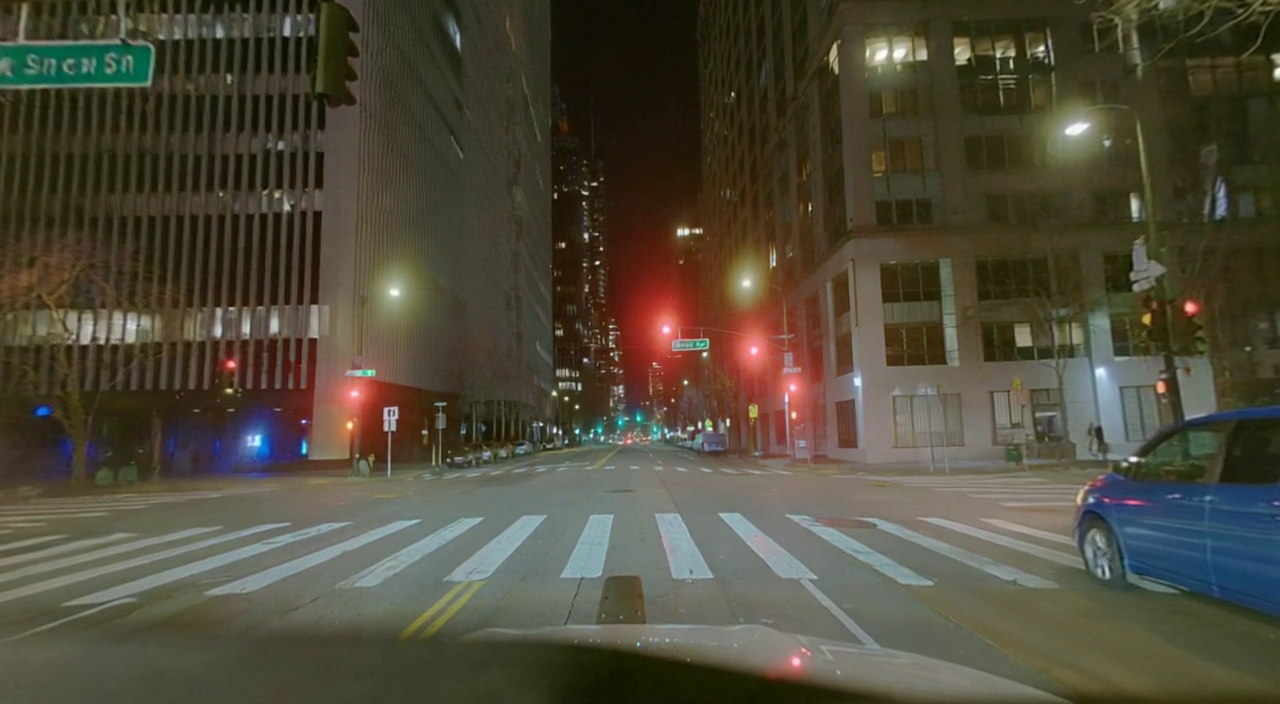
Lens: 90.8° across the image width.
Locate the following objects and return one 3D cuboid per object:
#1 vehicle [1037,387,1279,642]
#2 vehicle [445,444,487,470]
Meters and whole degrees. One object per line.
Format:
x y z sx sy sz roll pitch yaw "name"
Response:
5.618 1.180 4.650 2.070 1.804 4.881 0 -8 -2 "vehicle"
-12.445 7.502 45.395 1.935 1.639 4.244 -3 -8 -2 "vehicle"
